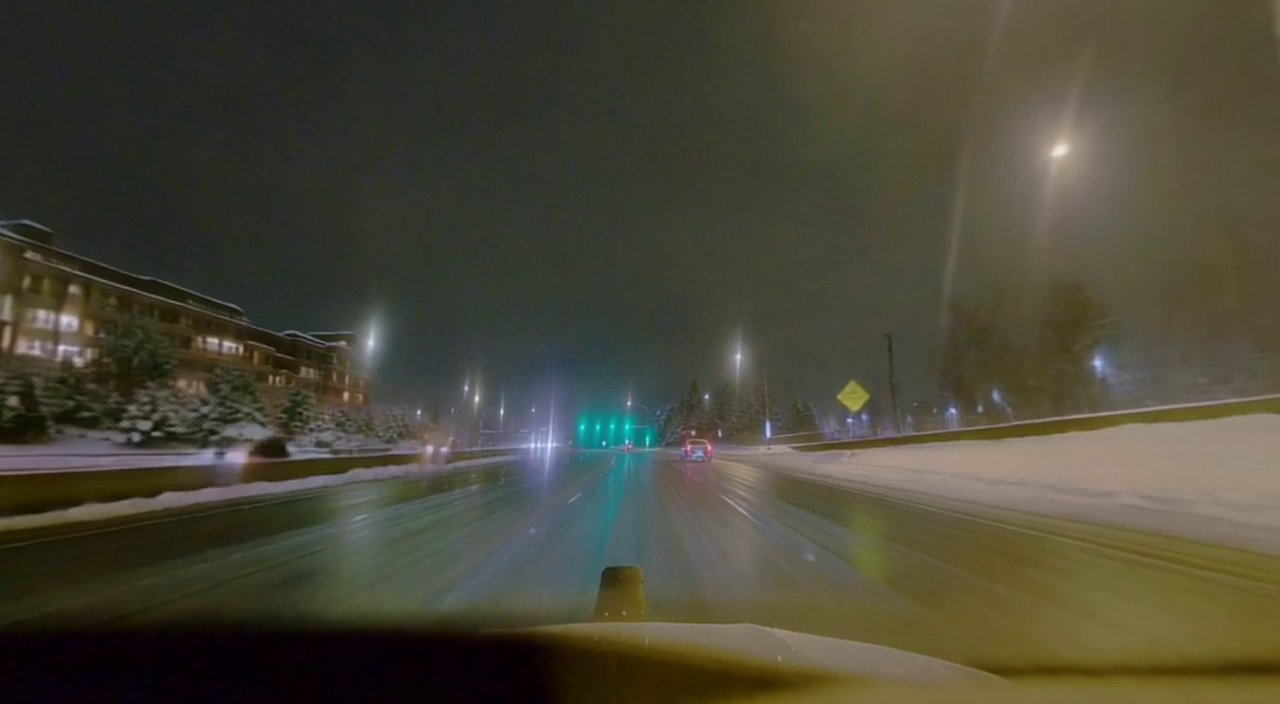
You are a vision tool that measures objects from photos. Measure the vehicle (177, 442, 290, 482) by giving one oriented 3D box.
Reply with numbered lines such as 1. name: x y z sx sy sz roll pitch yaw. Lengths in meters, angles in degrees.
1. vehicle: -16.465 4.442 25.825 1.806 1.492 4.206 0 -8 0

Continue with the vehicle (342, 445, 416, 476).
1. vehicle: -13.309 5.531 32.497 1.871 1.446 4.531 0 -8 0

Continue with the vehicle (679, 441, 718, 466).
1. vehicle: 3.557 6.254 39.010 1.926 1.477 4.025 0 -8 -2
